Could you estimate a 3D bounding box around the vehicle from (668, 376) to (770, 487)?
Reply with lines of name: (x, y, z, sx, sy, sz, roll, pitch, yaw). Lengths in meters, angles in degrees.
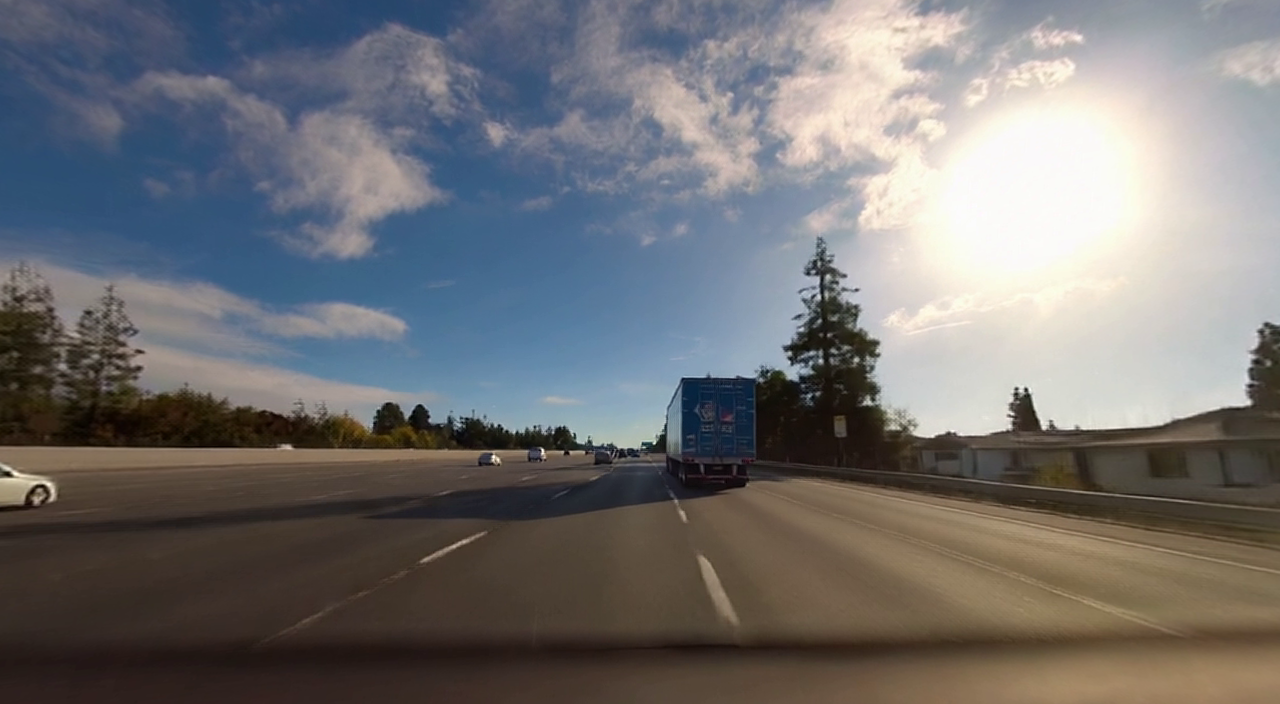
vehicle: (3.251, 4.098, 31.162, 3.140, 4.100, 15.551, 0, -9, 0)
